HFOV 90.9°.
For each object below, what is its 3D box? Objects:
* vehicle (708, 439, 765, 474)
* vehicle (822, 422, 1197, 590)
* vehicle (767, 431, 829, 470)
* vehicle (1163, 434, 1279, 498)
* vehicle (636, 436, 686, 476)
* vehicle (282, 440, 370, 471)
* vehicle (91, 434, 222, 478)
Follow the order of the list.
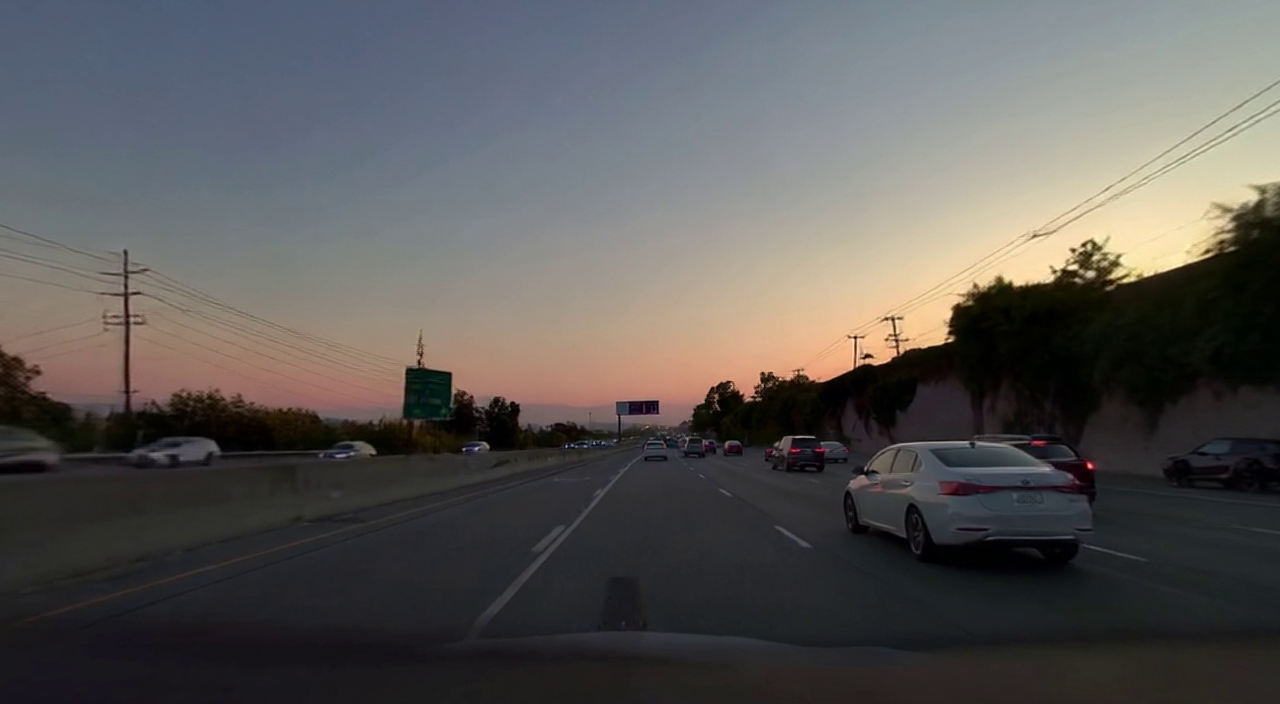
[{"bbox_3d":[4.264,4.694,28.574,1.936,1.465,4.060,0,-8,0],"label":"vehicle"},{"bbox_3d":[3.919,1.690,7.855,1.986,1.478,4.429,0,-8,0],"label":"vehicle"},{"bbox_3d":[8.078,5.089,32.750,2.041,1.821,4.562,0,-8,0],"label":"vehicle"},{"bbox_3d":[15.919,2.804,15.705,1.841,1.471,4.606,0,-8,0],"label":"vehicle"},{"bbox_3d":[0.896,4.529,27.680,2.042,1.581,3.769,0,-8,1],"label":"vehicle"},{"bbox_3d":[-16.407,5.431,33.258,2.041,1.480,4.759,0,-8,2],"label":"vehicle"},{"bbox_3d":[-20.639,4.450,27.229,1.911,1.690,4.620,0,-8,1],"label":"vehicle"}]
